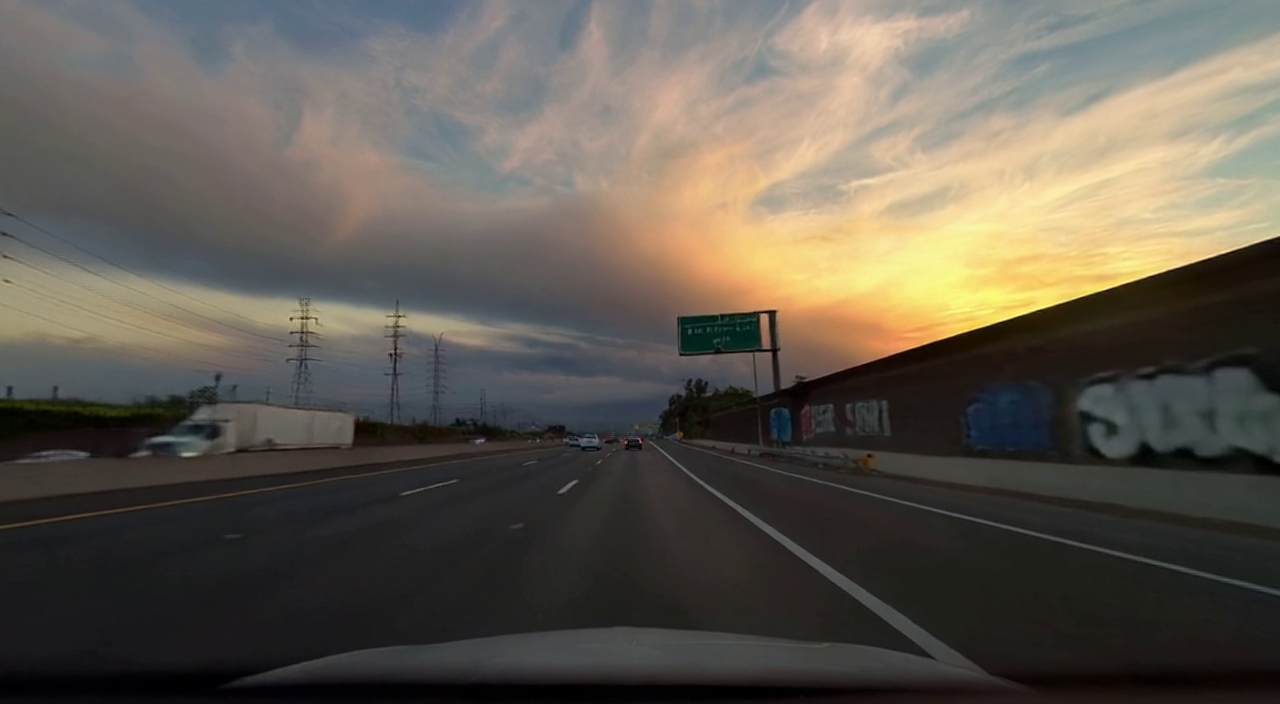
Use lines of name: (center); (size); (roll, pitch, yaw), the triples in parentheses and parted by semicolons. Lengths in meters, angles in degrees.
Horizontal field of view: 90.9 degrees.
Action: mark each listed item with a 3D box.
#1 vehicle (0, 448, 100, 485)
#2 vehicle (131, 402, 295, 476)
vehicle: (-27.638, 5.215, 29.064); (1.818, 1.499, 4.204); (1, -8, -2)
vehicle: (-19.298, 4.007, 29.167); (2.647, 2.975, 7.063); (0, -8, -1)
